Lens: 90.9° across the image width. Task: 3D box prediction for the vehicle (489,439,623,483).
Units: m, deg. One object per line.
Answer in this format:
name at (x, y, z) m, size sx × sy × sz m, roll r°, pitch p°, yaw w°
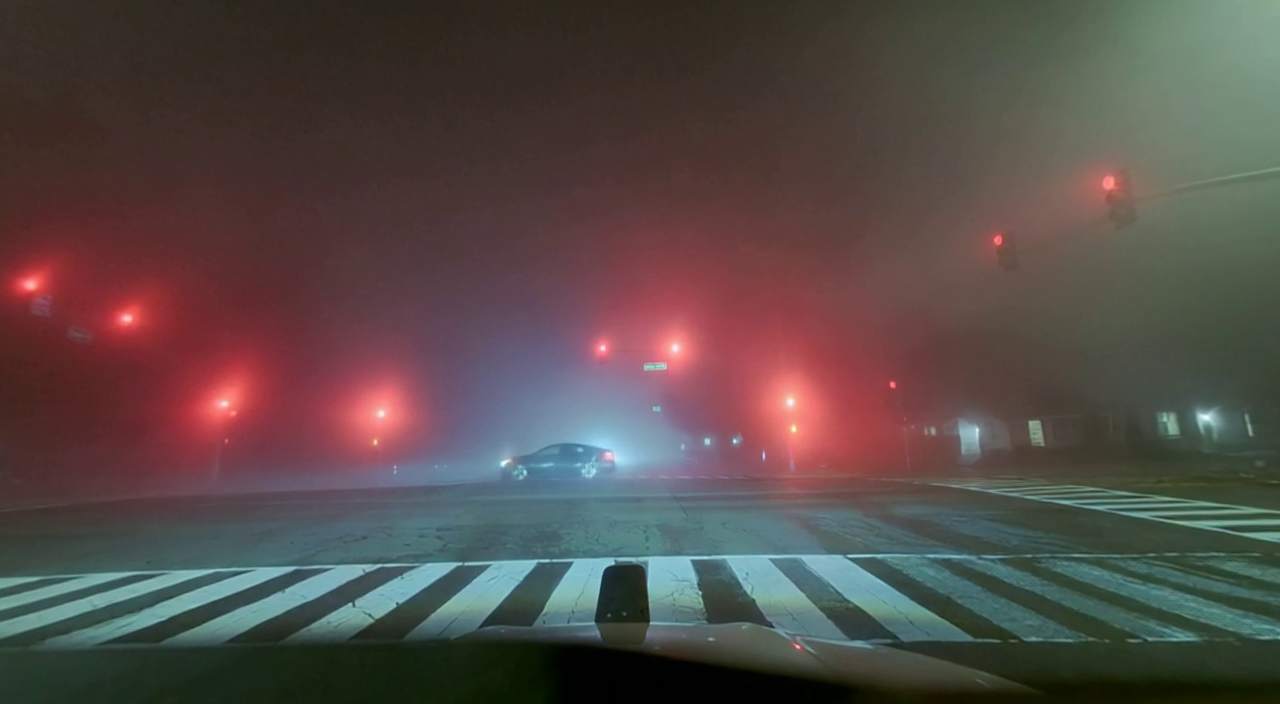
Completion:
vehicle at (-2.906, 3.892, 22.646) m, size 4.562 × 1.460 × 1.822 m, roll 0°, pitch -8°, yaw 0°
